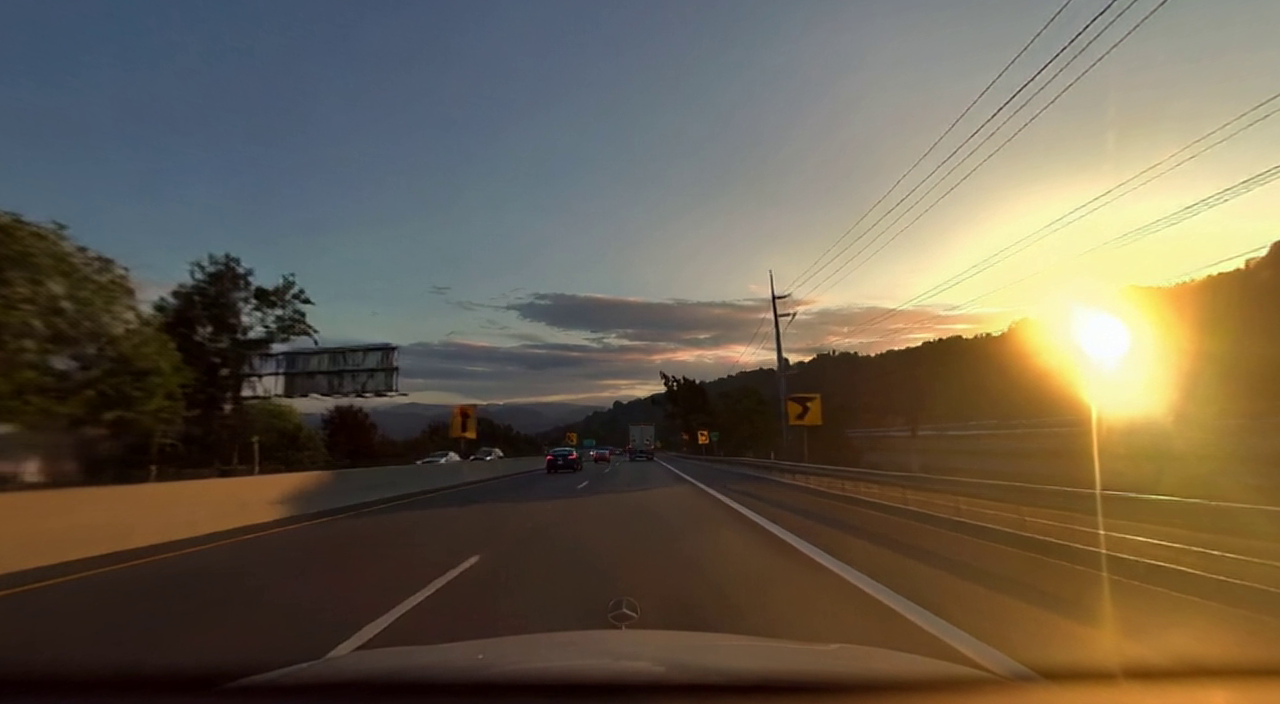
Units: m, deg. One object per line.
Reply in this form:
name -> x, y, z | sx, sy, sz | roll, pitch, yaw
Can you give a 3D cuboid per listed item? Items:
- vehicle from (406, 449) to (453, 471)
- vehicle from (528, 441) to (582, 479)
vehicle -> -16.042, 8.256, 48.348 | 1.956, 1.544, 4.599 | 0, -9, 1
vehicle -> -4.131, 5.301, 31.251 | 2.111, 1.735, 4.066 | 0, -9, 0
